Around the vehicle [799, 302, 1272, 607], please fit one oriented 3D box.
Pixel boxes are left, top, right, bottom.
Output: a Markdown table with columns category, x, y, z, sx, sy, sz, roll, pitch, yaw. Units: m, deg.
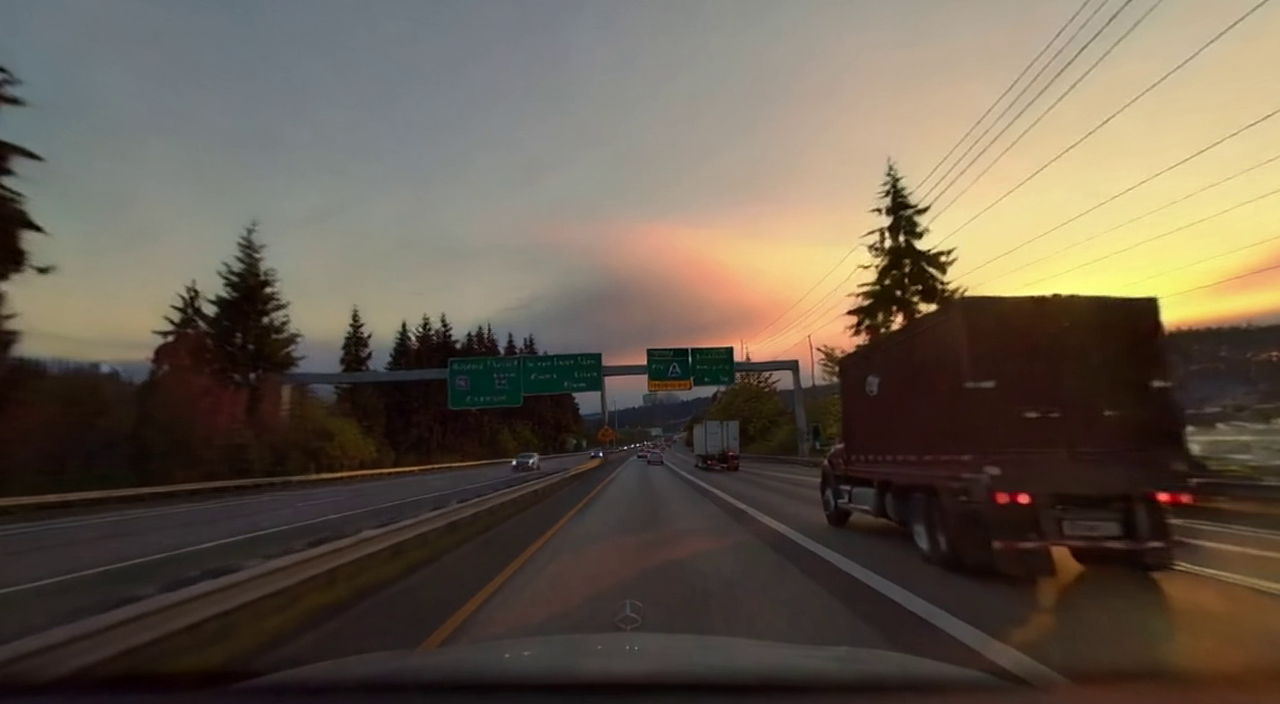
| category | x | y | z | sx | sy | sz | roll | pitch | yaw |
| --- | --- | --- | --- | --- | --- | --- | --- | --- | --- |
| vehicle | 4.349 | 1.351 | 8.812 | 2.569 | 2.783 | 5.984 | 0 | -9 | -1 |

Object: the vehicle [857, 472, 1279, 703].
| category | x | y | z | sx | sy | sz | roll | pitch | yaw |
| --- | --- | --- | --- | --- | --- | --- | --- | --- | --- |
| vehicle | 4.449 | 1.252 | 2.438 | 2.472 | 1.036 | 13.239 | 0 | -9 | -1 |

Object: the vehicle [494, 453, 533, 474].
| category | x | y | z | sx | sy | sz | roll | pitch | yaw |
| --- | --- | --- | --- | --- | --- | --- | --- | --- | --- |
| vehicle | -9.167 | 8.119 | 46.048 | 1.835 | 1.456 | 4.202 | 0 | -9 | 2 |

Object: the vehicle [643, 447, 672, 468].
| category | x | y | z | sx | sy | sz | roll | pitch | yaw |
| --- | --- | --- | --- | --- | --- | --- | --- | --- | --- |
| vehicle | 1.239 | 7.719 | 46.314 | 2.049 | 1.500 | 3.790 | 0 | -9 | 0 |

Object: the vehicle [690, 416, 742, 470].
| category | x | y | z | sx | sy | sz | roll | pitch | yaw |
| --- | --- | --- | --- | --- | --- | --- | --- | --- | --- |
| vehicle | 5.092 | 6.289 | 43.574 | 2.743 | 3.367 | 7.306 | 0 | -9 | 1 |
